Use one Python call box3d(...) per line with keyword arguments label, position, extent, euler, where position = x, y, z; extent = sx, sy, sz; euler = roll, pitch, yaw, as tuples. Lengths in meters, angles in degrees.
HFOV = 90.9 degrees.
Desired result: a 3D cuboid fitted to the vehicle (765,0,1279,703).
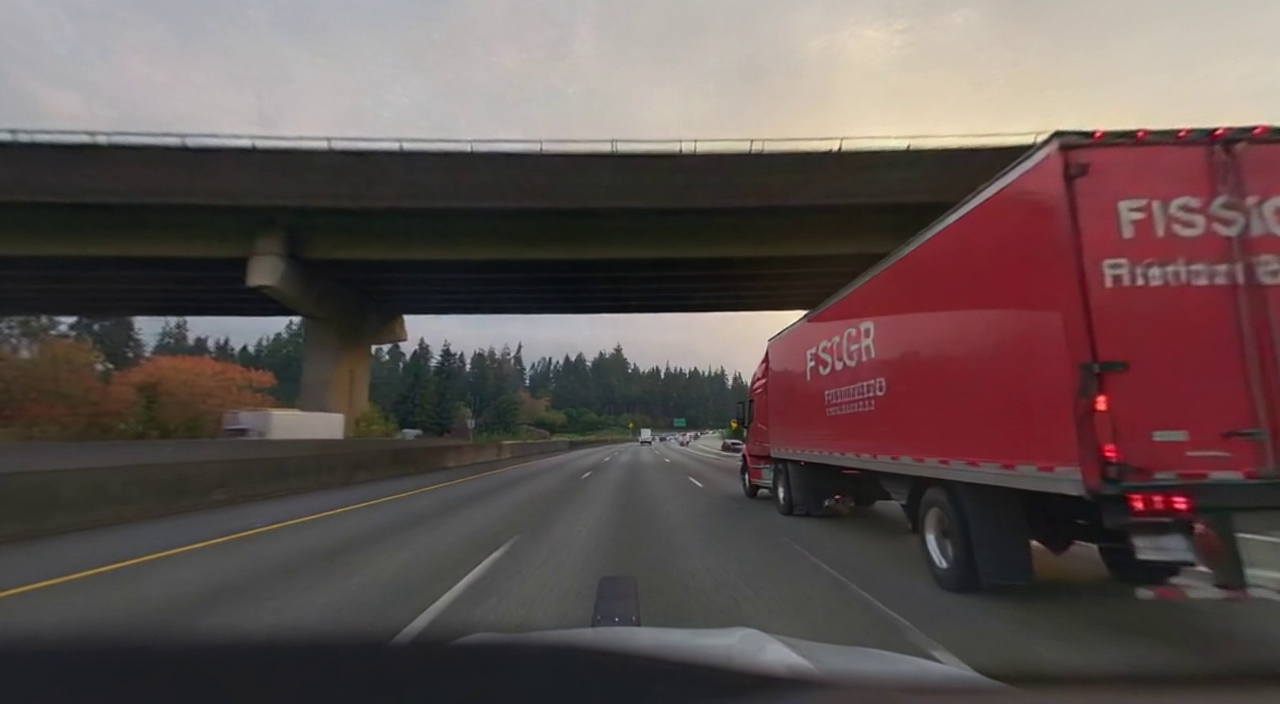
box3d(label="vehicle", position=(4.148, 0.714, 7.734), extent=(2.849, 3.391, 11.018), euler=(0, -8, -1))
